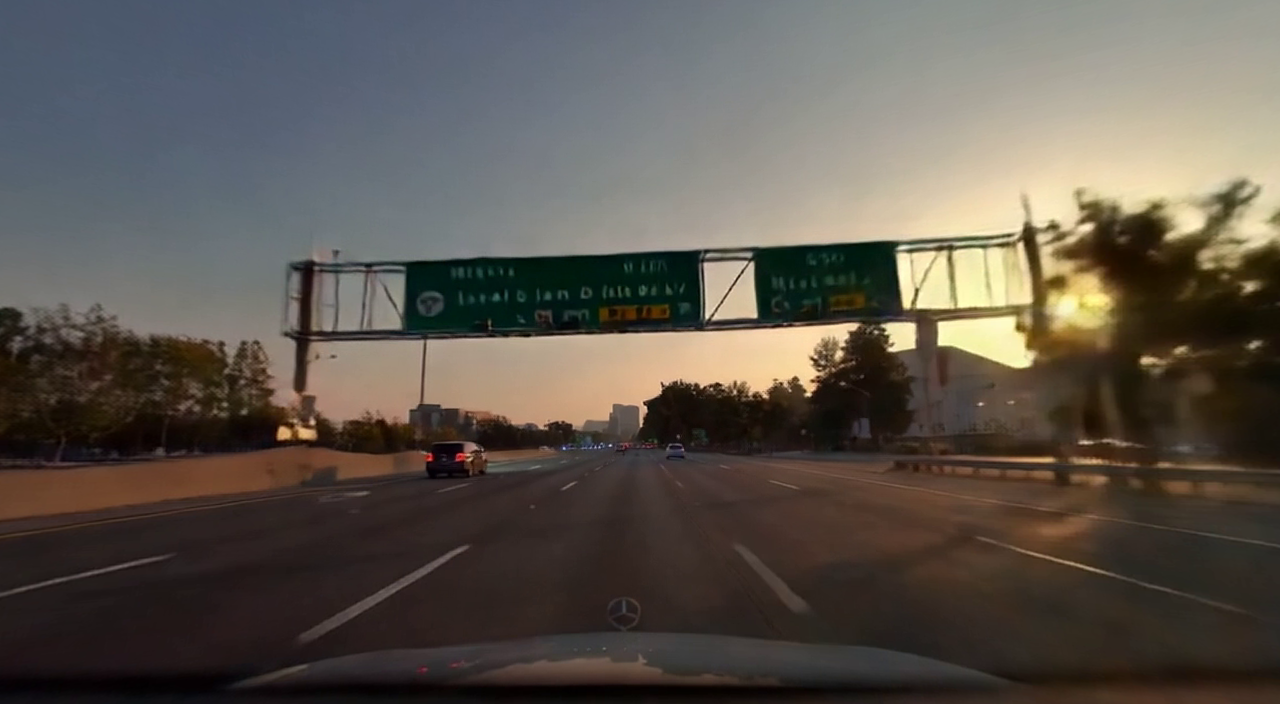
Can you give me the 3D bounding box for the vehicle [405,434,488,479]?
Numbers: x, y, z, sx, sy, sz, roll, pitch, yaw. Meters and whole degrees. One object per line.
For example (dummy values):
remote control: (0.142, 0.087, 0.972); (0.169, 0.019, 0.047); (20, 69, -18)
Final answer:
vehicle: (-7.930, 4.325, 26.425); (2.089, 1.724, 4.327); (0, -8, 0)
